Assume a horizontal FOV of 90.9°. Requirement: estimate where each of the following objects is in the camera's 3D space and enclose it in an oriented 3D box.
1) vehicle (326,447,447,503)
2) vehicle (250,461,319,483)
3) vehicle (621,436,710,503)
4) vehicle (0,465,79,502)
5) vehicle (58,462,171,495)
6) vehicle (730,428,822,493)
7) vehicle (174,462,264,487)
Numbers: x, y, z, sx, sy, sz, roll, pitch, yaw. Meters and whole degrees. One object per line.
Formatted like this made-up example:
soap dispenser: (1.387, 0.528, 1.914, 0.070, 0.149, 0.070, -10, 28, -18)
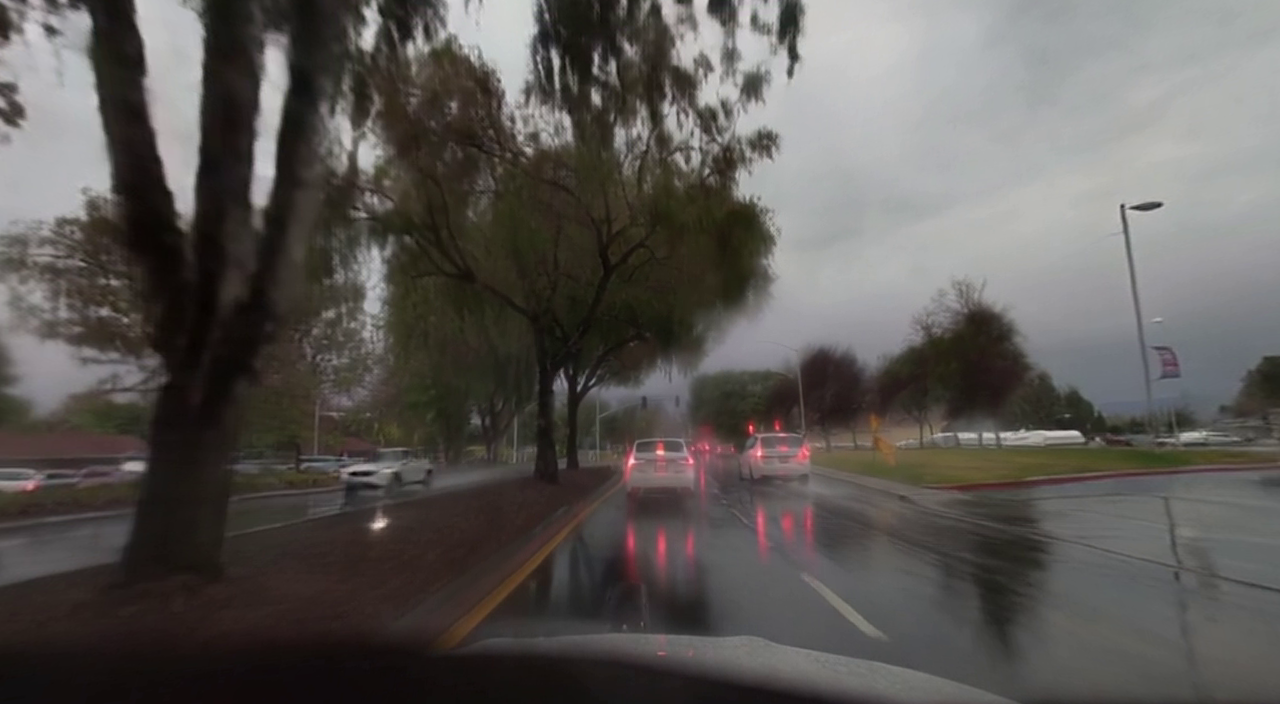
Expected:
vehicle: (-7.719, 3.766, 19.726, 1.773, 1.449, 4.322, -4, -9, 4)
vehicle: (-25.743, 8.680, 45.726, 4.011, 1.473, 1.913, -2, -8, 10)
vehicle: (0.678, 3.123, 17.256, 2.154, 1.585, 3.997, -1, -8, 2)
vehicle: (-27.531, 5.742, 27.682, 4.106, 1.465, 1.869, -1, -8, 5)
vehicle: (-27.577, 6.632, 33.156, 4.434, 1.582, 1.946, -1, -8, 7)
vehicle: (4.263, 3.483, 20.650, 1.953, 1.818, 5.299, -1, -8, 2)
vehicle: (-27.079, 7.856, 40.623, 4.366, 1.486, 2.072, -1, -8, 5)
